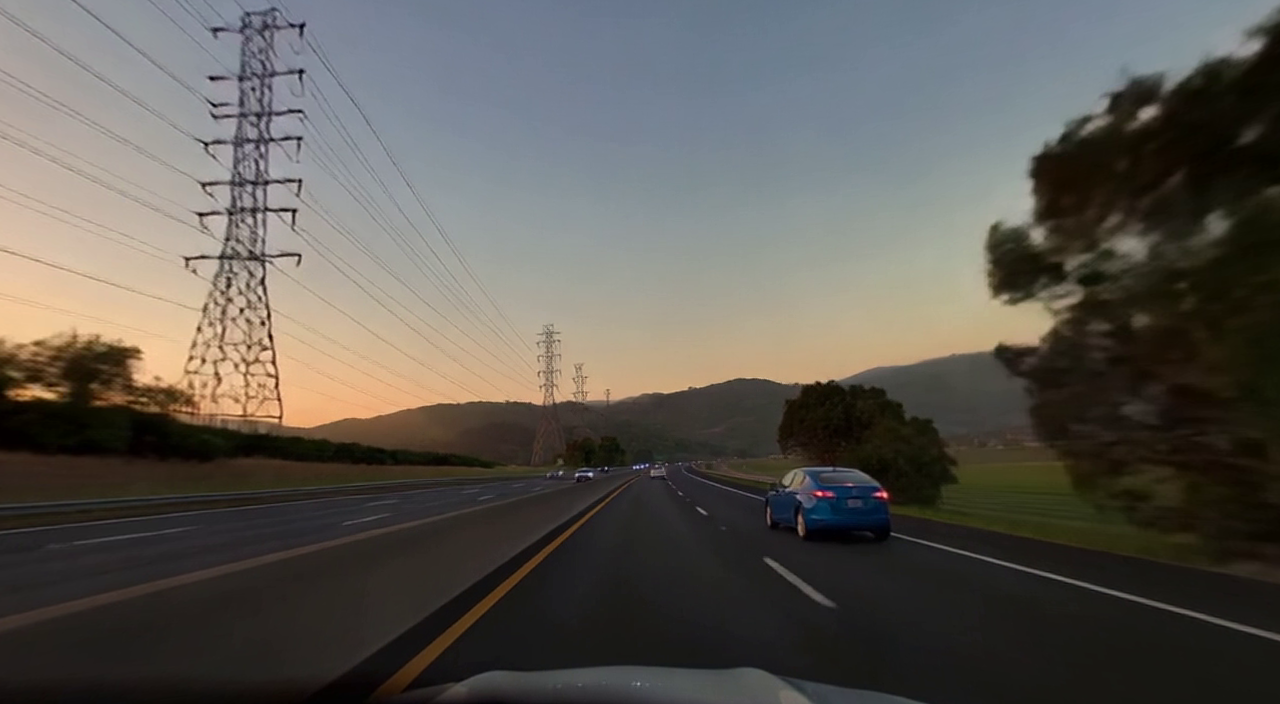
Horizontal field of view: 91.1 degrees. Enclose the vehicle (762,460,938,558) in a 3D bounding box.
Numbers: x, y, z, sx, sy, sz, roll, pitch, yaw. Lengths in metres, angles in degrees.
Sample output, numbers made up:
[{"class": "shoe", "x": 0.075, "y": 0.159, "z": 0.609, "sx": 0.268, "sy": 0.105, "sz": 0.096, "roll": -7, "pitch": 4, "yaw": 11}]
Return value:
[{"class": "vehicle", "x": 3.758, "y": 2.896, "z": 12.104, "sx": 1.985, "sy": 1.521, "sz": 3.904, "roll": 1, "pitch": -10, "yaw": -1}]
